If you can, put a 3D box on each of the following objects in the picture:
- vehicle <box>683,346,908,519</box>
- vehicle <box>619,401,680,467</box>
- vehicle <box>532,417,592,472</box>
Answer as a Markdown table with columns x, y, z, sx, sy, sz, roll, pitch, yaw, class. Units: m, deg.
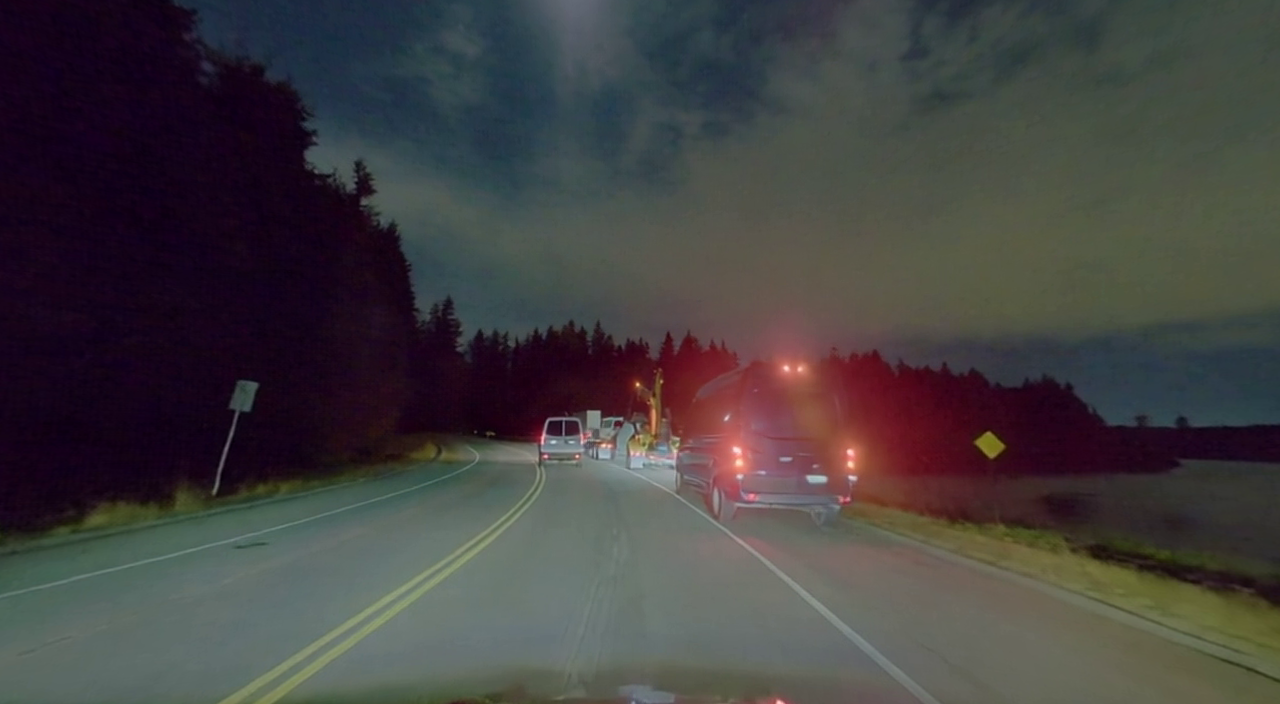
| x | y | z | sx | sy | sz | roll | pitch | yaw | class |
| --- | --- | --- | --- | --- | --- | --- | --- | --- | --- |
| 3.303 | 2.092 | 16.537 | 3.126 | 3.310 | 8.534 | 0 | -8 | -4 | vehicle |
| 0.367 | 4.133 | 31.508 | 2.703 | 3.066 | 4.047 | 1 | -9 | -4 | vehicle |
| -3.573 | 4.132 | 28.271 | 2.362 | 2.223 | 4.892 | 2 | -9 | -10 | vehicle |
